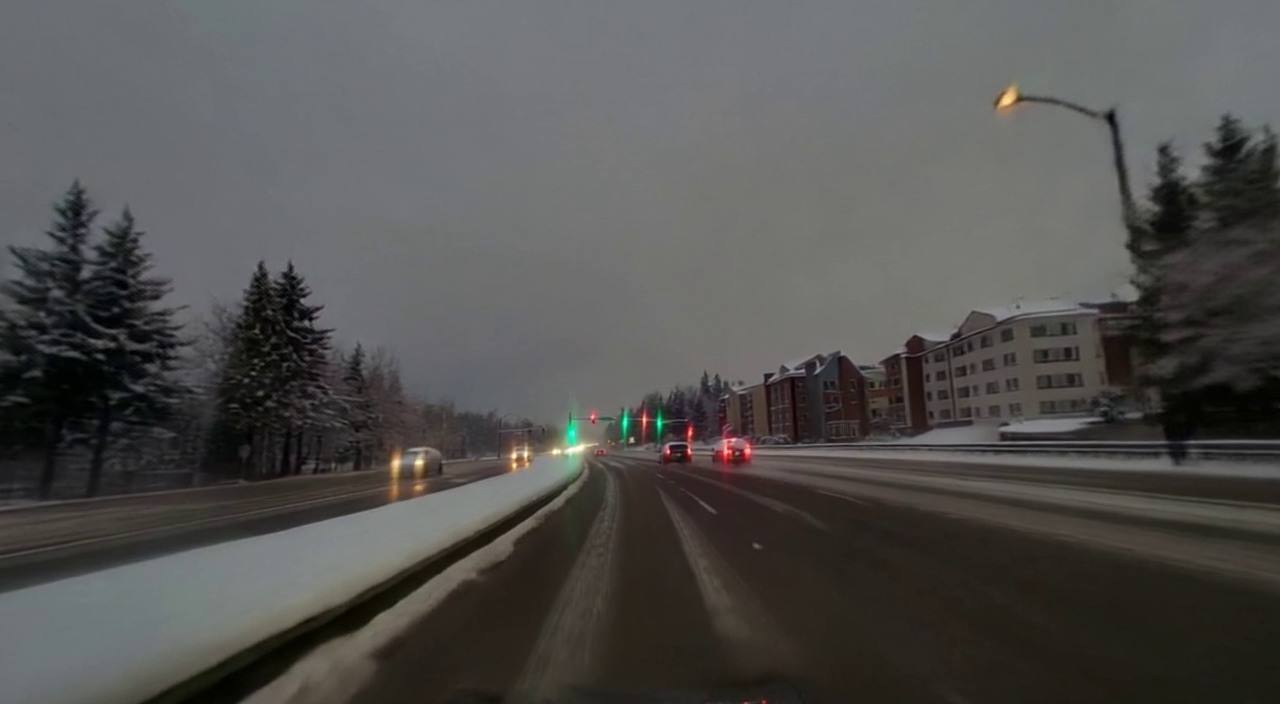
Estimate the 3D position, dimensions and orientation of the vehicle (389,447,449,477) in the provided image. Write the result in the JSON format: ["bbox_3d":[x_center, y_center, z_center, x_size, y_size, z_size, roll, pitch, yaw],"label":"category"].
[{"bbox_3d":[-13.132,6.512,37.780,1.891,1.633,4.737,0,-9,0],"label":"vehicle"}]

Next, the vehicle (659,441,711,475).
[{"bbox_3d":[2.128,5.177,31.015,1.917,1.538,4.259,0,-9,-4],"label":"vehicle"}]

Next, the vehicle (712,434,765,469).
[{"bbox_3d":[5.357,5.481,34.917,1.946,1.773,4.641,0,-9,-3],"label":"vehicle"}]
